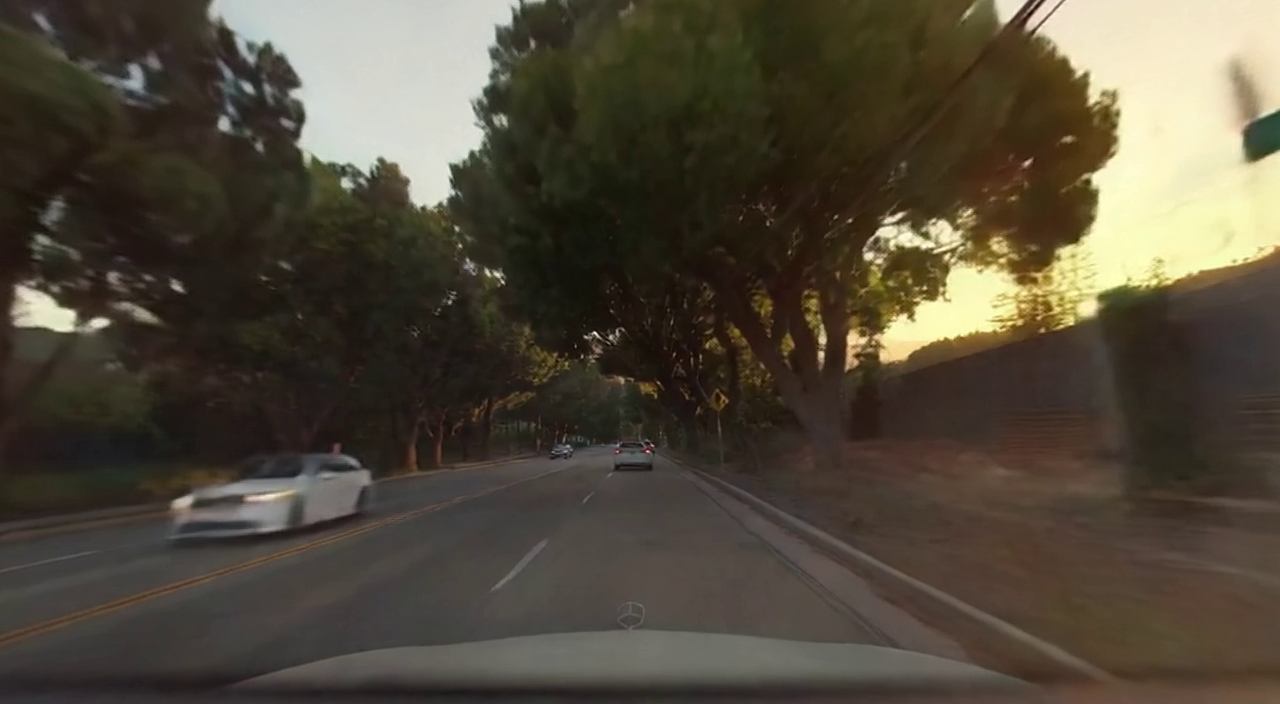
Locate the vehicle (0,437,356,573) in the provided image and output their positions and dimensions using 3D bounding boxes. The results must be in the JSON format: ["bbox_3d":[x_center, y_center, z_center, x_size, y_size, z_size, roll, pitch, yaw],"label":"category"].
[{"bbox_3d":[-6.511,2.132,9.702,2.142,1.436,4.612,-4,-8,0],"label":"vehicle"}]

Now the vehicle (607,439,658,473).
[{"bbox_3d":[-0.291,4.861,29.662,2.153,1.461,4.374,-1,-8,2],"label":"vehicle"}]
